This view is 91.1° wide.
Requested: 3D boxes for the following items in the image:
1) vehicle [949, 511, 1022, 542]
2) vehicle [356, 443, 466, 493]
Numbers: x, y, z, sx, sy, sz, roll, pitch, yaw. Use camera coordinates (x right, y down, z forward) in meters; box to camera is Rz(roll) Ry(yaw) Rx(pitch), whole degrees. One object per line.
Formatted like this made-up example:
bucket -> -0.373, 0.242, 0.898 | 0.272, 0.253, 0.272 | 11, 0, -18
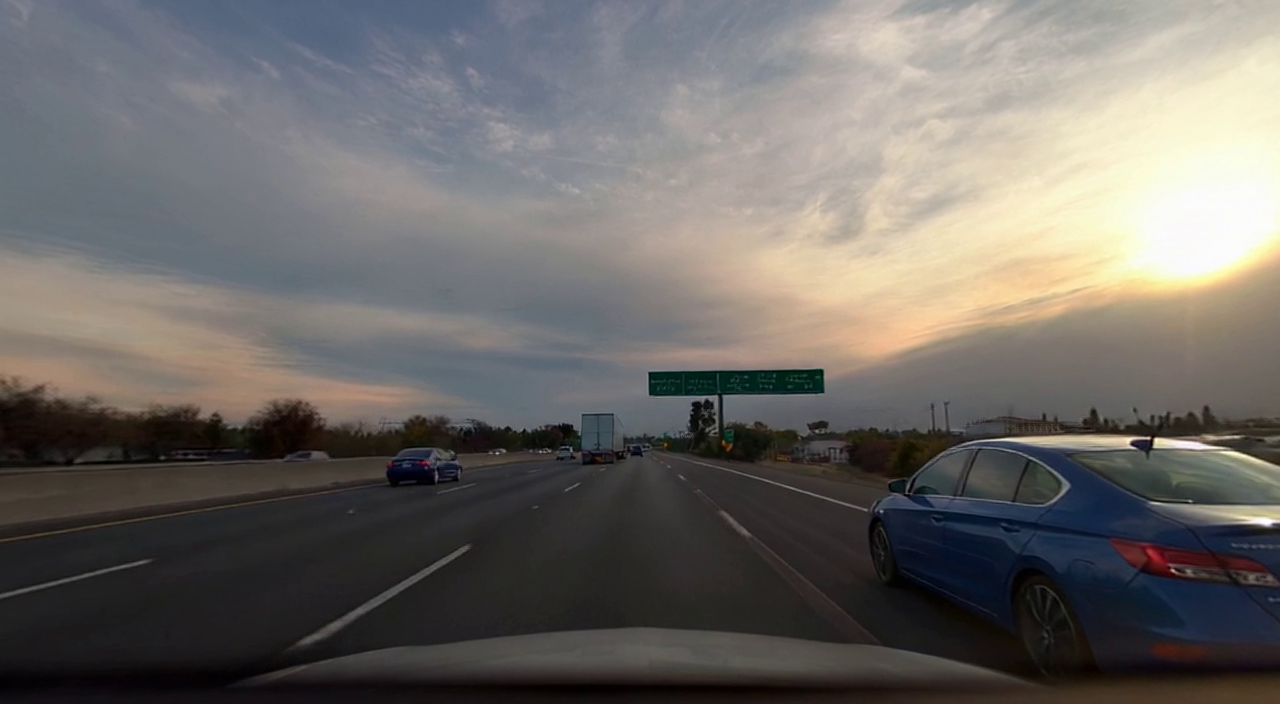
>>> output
vehicle -> 24.660, 12.494, 45.071 | 2.126, 1.475, 4.971 | 0, -8, -5
vehicle -> -7.500, 3.818, 21.125 | 1.901, 1.467, 4.629 | -1, -9, 1
